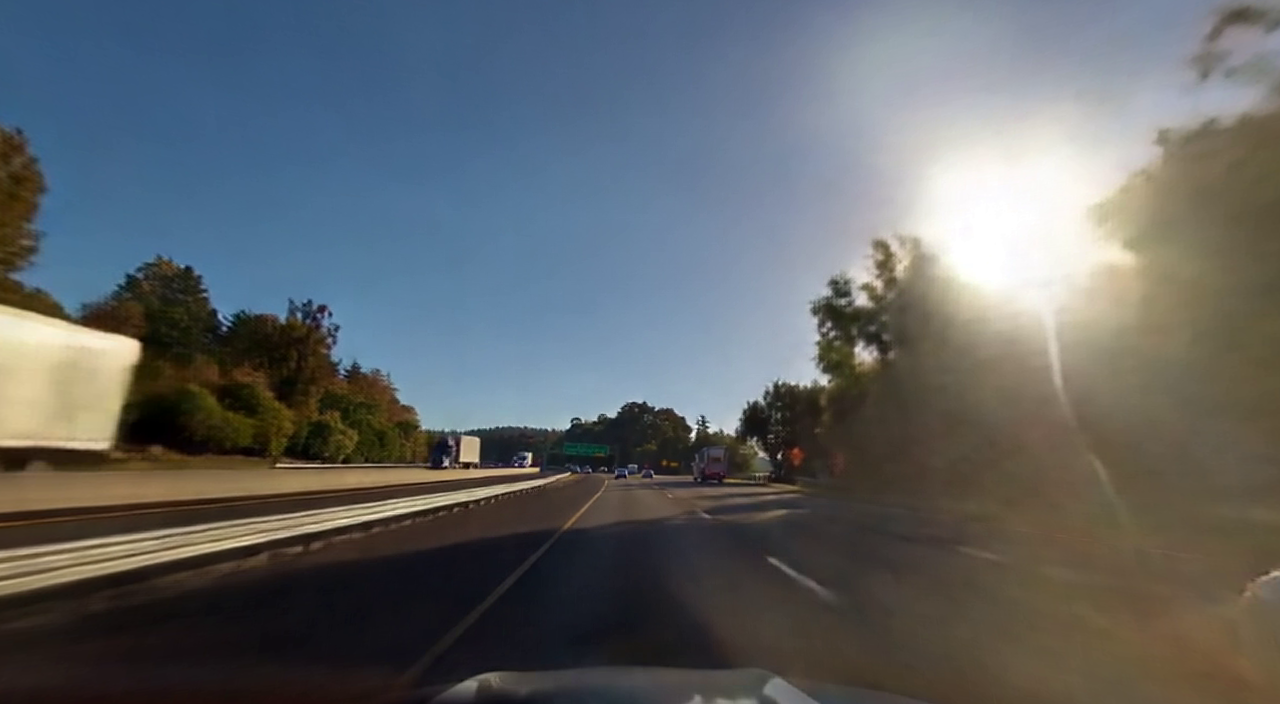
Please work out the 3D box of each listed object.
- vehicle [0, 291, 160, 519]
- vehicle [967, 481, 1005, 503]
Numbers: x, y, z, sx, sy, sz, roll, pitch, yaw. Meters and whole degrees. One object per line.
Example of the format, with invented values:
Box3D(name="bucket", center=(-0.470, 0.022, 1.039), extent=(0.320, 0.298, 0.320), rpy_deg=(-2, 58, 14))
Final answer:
Box3D(name="vehicle", center=(-12.949, 0.351, 8.097), extent=(2.879, 4.072, 13.916), rpy_deg=(1, -10, -2))
Box3D(name="vehicle", center=(25.953, 10.504, 47.196), extent=(1.701, 1.471, 3.592), rpy_deg=(-2, -11, 16))
